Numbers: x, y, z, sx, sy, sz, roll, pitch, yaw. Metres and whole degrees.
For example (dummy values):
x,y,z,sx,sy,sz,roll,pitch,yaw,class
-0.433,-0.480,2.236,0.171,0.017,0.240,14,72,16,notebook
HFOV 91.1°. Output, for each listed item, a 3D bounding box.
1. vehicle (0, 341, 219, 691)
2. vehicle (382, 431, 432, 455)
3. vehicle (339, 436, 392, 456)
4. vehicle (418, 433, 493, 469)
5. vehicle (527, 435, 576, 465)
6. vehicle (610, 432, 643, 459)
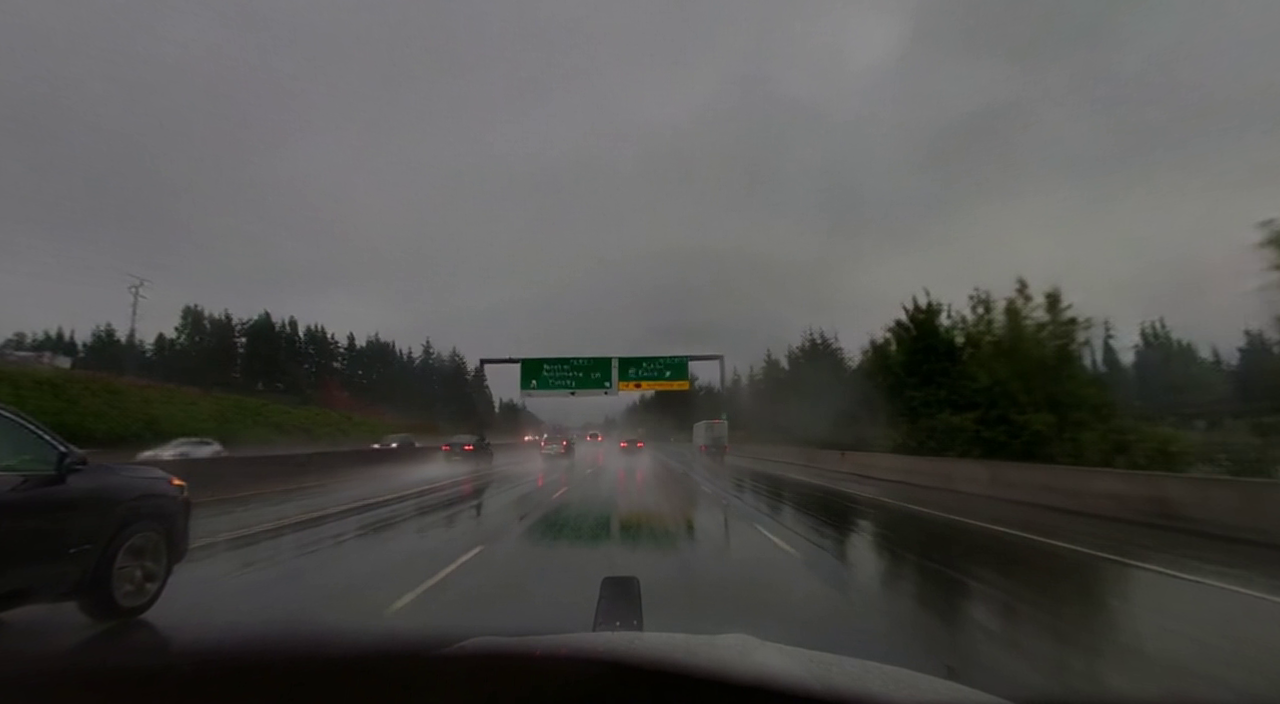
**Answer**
x,y,z,sx,sy,sz,roll,pitch,yaw,class
-4.337,0.791,2.759,1.971,1.822,4.366,0,-8,-1,vehicle
-16.432,6.447,44.550,1.903,1.612,4.379,0,-8,0,vehicle
-20.720,7.095,47.654,1.893,1.463,4.702,0,-8,0,vehicle
-8.303,4.489,28.855,1.953,1.524,4.863,0,-8,0,vehicle
-4.454,4.974,32.194,1.909,1.445,4.087,0,-8,0,vehicle
-0.868,5.964,40.357,2.002,1.611,3.778,0,-8,-1,vehicle
